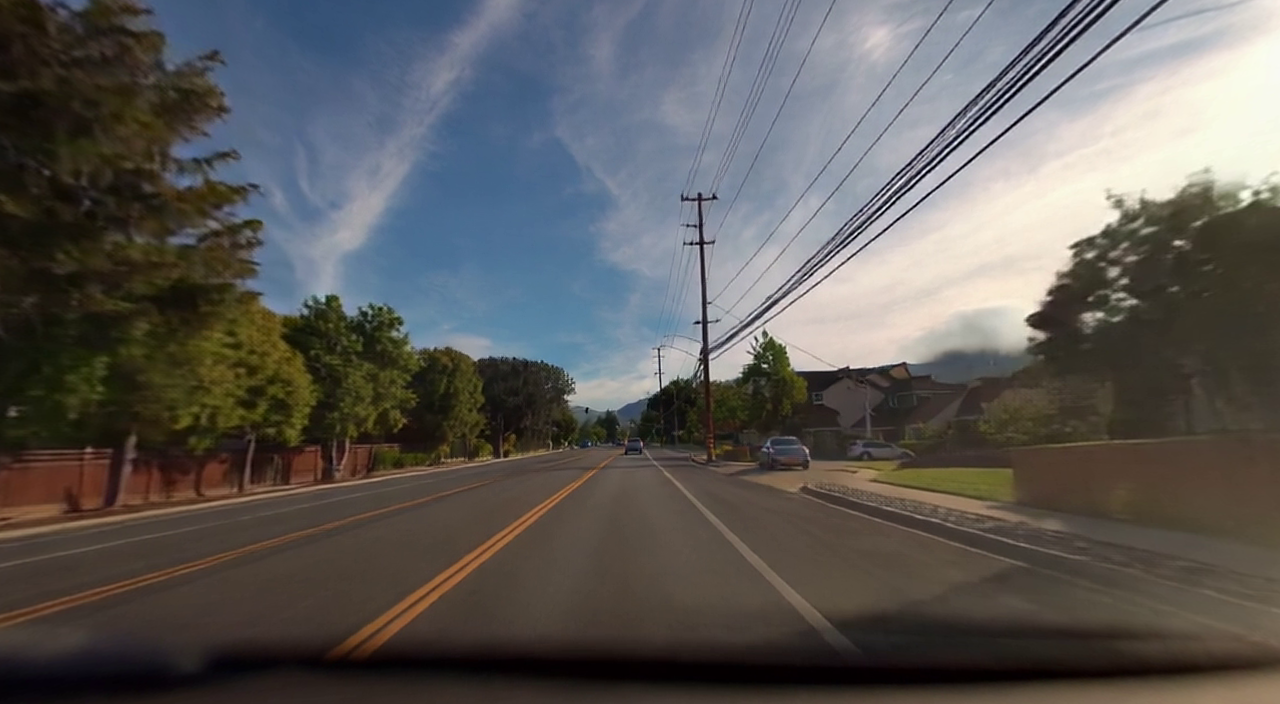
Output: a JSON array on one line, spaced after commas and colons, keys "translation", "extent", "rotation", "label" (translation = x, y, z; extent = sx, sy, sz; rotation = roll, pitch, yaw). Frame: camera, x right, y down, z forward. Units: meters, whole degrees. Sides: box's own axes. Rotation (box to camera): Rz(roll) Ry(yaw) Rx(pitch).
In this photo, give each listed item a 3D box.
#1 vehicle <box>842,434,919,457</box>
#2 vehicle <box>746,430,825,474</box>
[{"translation": [15.007, 5.840, 39.443], "extent": [4.034, 1.403, 1.821], "rotation": [0, -8, -2], "label": "vehicle"}, {"translation": [5.944, 4.130, 26.372], "extent": [2.039, 1.637, 4.782], "rotation": [0, -8, -1], "label": "vehicle"}]
